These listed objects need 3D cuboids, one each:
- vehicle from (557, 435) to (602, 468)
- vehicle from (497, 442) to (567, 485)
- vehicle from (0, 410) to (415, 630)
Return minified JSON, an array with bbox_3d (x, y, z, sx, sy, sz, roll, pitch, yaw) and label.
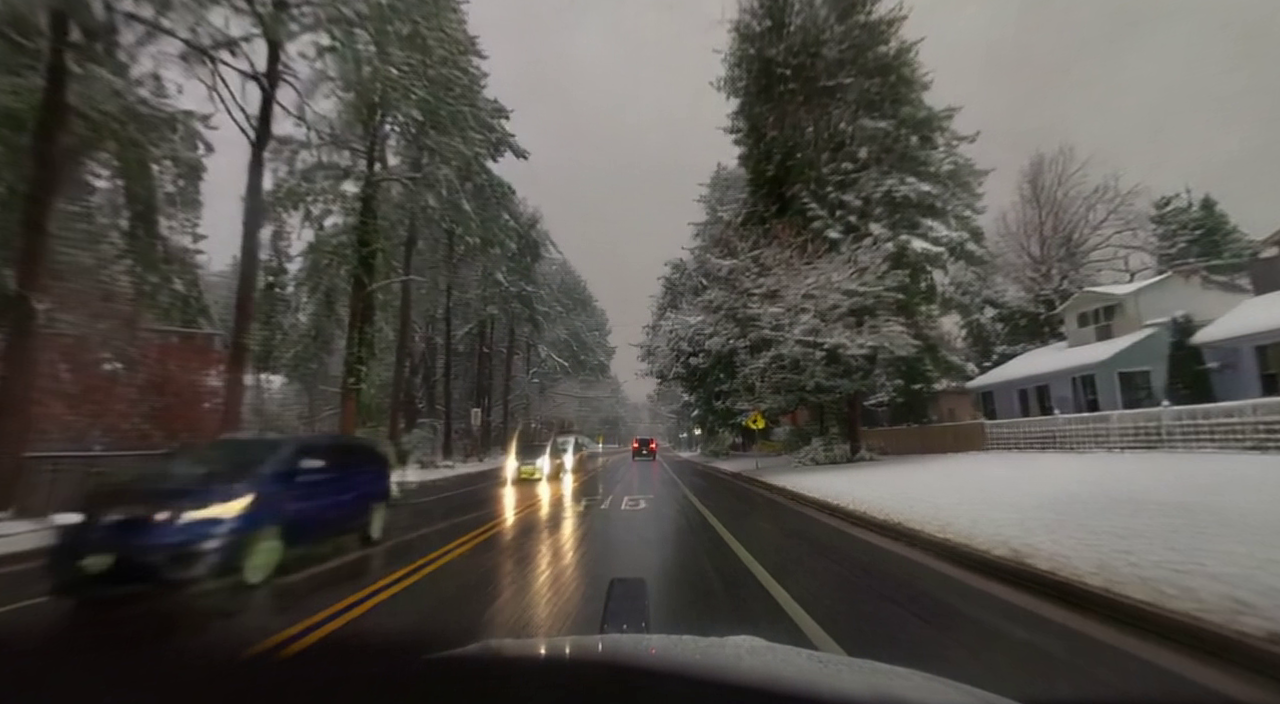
[{"bbox_3d":[-3.882,6.471,41.163,2.267,1.975,5.112,0,-8,2],"label":"vehicle"},{"bbox_3d":[-4.109,4.303,24.681,1.905,1.510,4.172,0,-8,1],"label":"vehicle"},{"bbox_3d":[-4.460,1.634,7.208,2.069,1.707,4.385,0,-8,1],"label":"vehicle"}]
